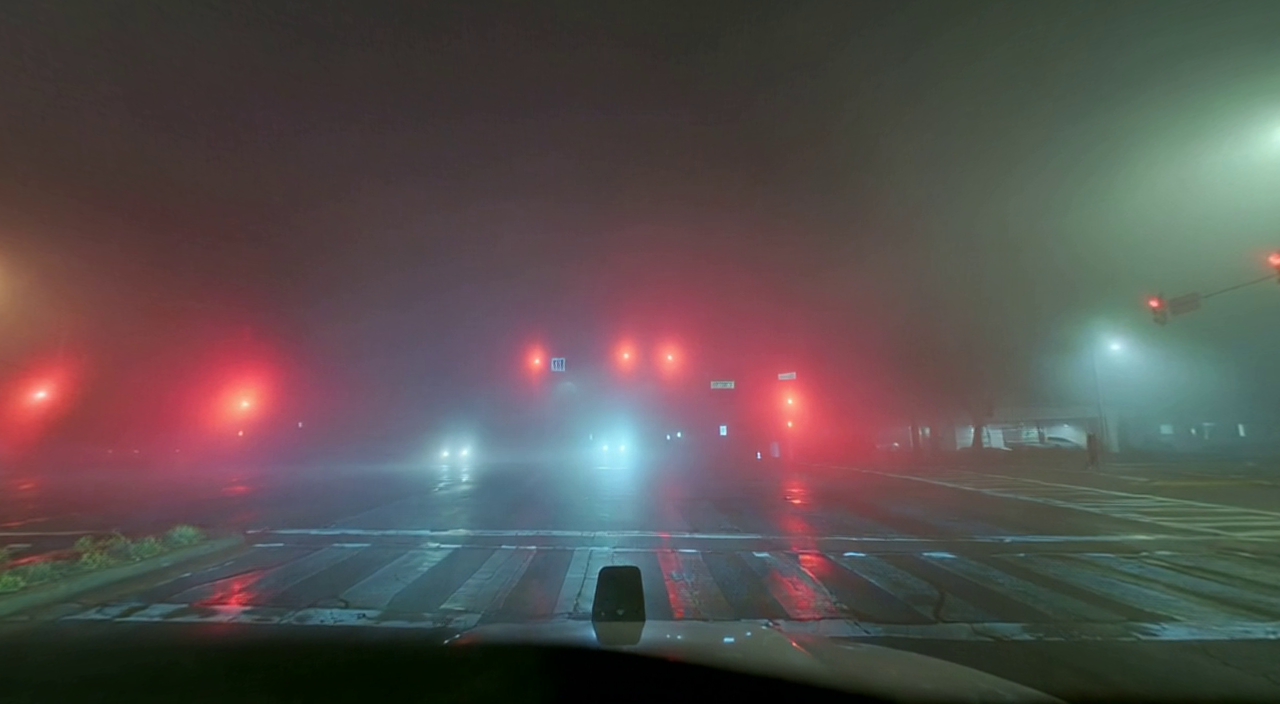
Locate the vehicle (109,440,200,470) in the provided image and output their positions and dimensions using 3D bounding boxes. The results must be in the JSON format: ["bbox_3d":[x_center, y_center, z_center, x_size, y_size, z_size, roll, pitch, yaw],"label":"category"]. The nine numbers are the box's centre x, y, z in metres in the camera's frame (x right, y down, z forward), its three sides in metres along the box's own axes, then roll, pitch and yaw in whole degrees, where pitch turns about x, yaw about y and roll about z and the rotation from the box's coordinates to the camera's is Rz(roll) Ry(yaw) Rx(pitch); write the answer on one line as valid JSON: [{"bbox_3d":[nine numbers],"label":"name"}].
[{"bbox_3d":[-34.915,7.412,45.725,2.204,1.955,5.518,0,-8,0],"label":"vehicle"}]

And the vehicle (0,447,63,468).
[{"bbox_3d":[-45.275,7.759,46.596,1.858,1.467,3.624,0,-8,0],"label":"vehicle"}]

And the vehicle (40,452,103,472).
[{"bbox_3d":[-41.606,8.024,46.316,1.552,1.339,3.340,-1,-8,-1],"label":"vehicle"}]

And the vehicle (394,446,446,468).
[{"bbox_3d":[-15.511,7.424,44.805,2.056,1.450,4.343,0,-8,0],"label":"vehicle"}]

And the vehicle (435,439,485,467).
[{"bbox_3d":[-11.983,6.759,42.338,2.080,1.763,4.341,0,-8,0],"label":"vehicle"}]
